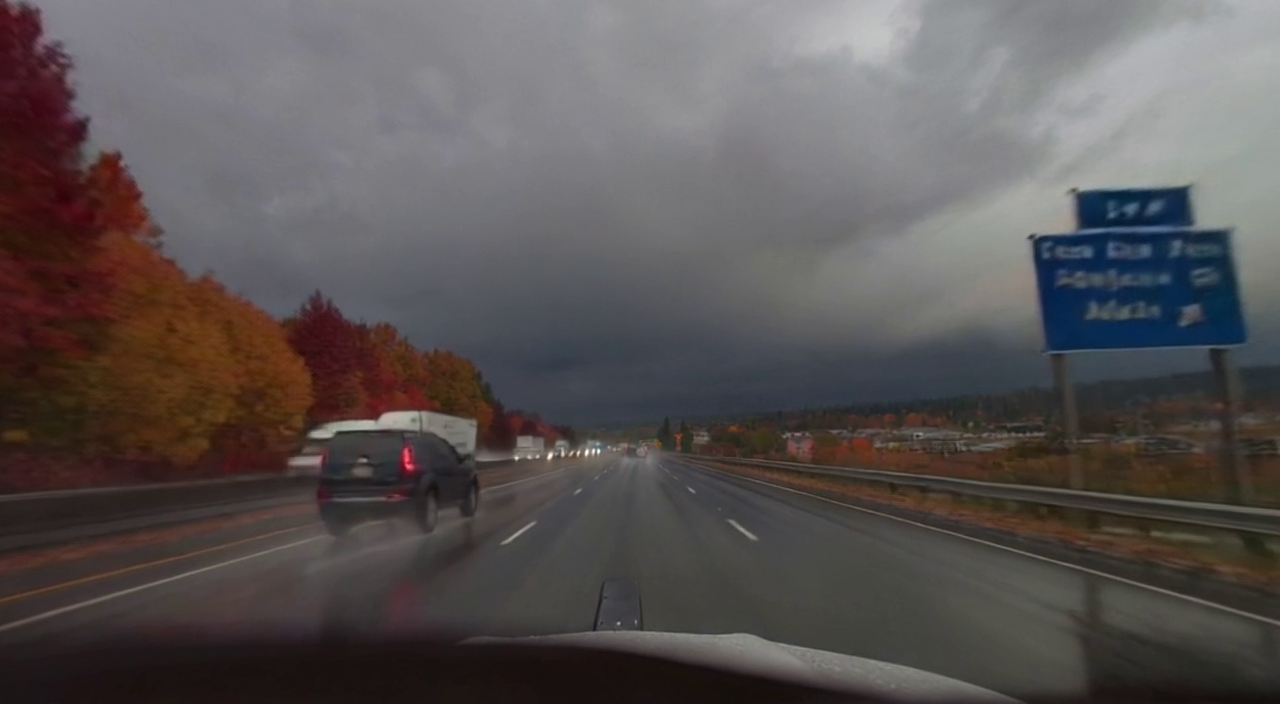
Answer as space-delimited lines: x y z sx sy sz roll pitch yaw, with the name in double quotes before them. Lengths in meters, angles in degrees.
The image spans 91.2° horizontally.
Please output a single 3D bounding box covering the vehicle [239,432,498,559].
"vehicle" -3.978 2.193 10.337 2.153 1.577 4.707 0 -9 0
